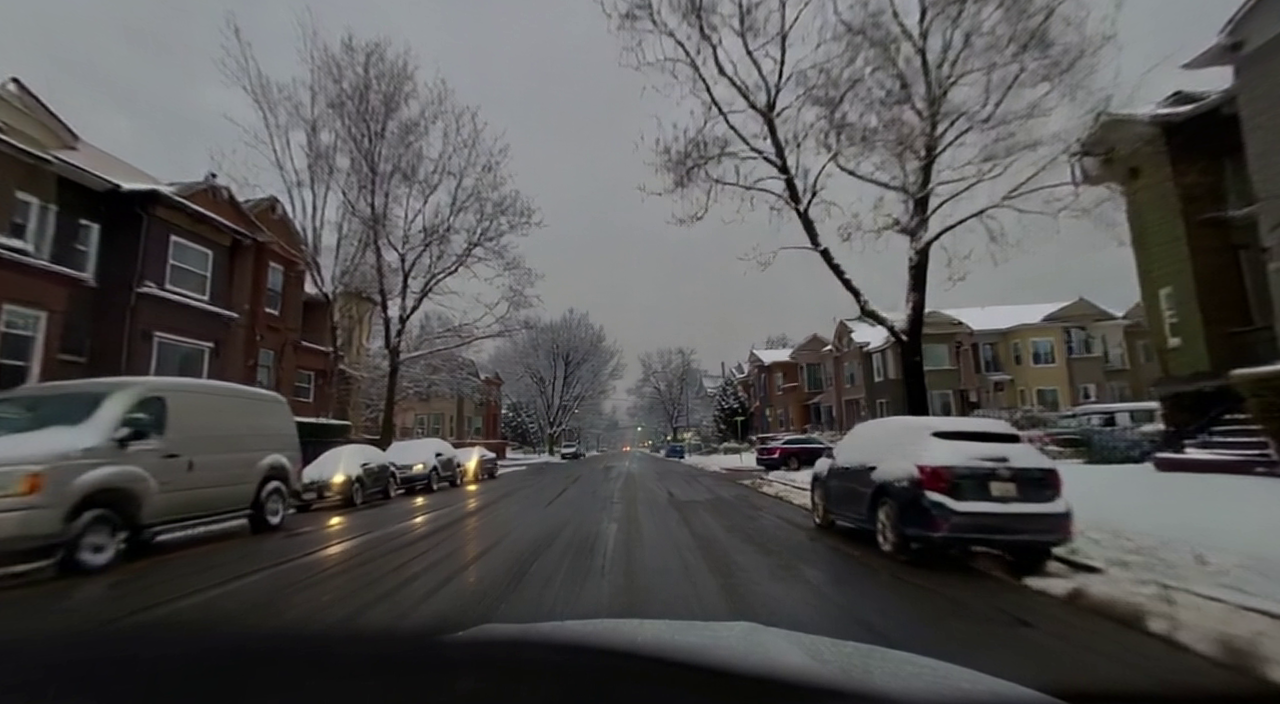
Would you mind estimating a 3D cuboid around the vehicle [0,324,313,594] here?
[{"bbox_3d":[-7.421,1.512,9.131,2.341,2.674,5.753,0,-10,-2],"label":"vehicle"}]

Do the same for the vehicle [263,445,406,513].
[{"bbox_3d":[-7.529,3.118,15.963,1.845,1.510,3.729,0,-8,-3],"label":"vehicle"}]

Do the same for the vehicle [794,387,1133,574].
[{"bbox_3d":[4.024,1.724,9.183,2.216,1.955,4.970,0,-9,-1],"label":"vehicle"}]

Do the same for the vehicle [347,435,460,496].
[{"bbox_3d":[-7.713,3.756,21.036,2.136,1.758,4.297,-2,-9,-1],"label":"vehicle"}]
